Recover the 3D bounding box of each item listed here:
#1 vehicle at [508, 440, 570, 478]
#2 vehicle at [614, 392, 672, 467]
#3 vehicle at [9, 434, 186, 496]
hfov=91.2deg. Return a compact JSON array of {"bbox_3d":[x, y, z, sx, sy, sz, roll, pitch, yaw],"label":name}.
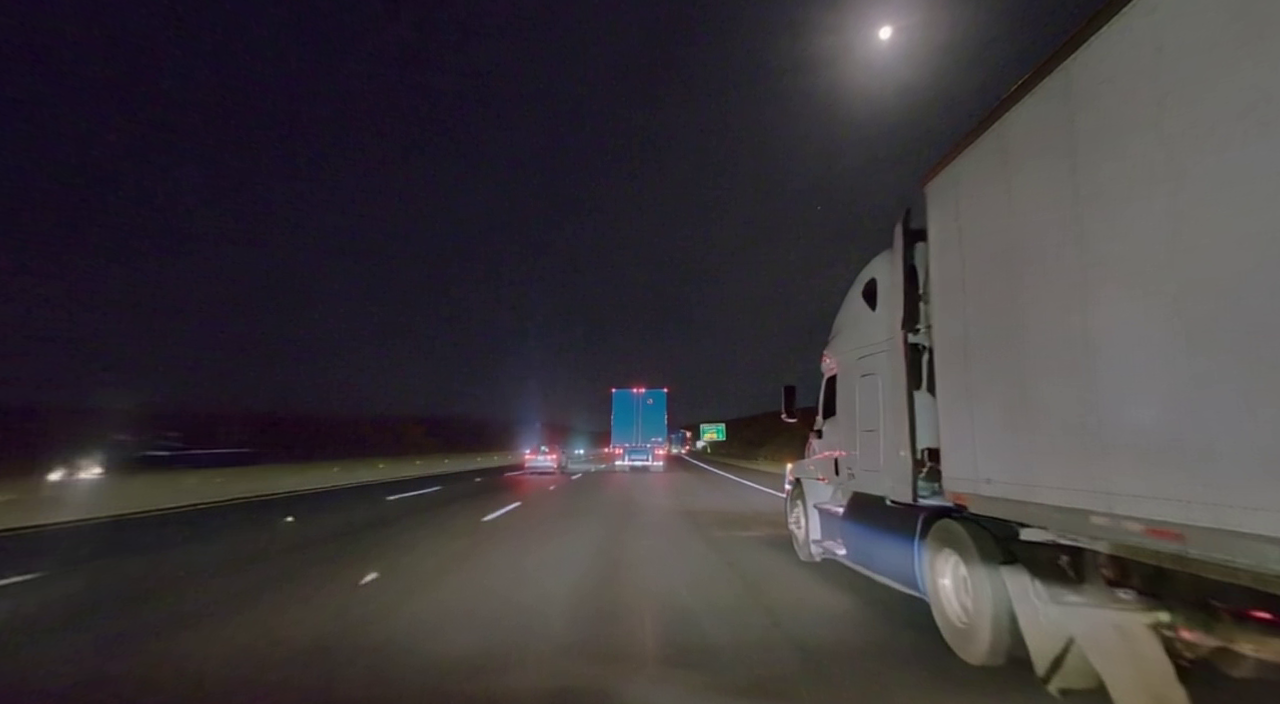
[{"bbox_3d":[-4.192,4.527,26.684,1.895,1.500,3.808,0,-9,2],"label":"vehicle"},{"bbox_3d":[0.275,5.042,39.729,3.123,4.094,10.812,0,-9,1],"label":"vehicle"},{"bbox_3d":[-24.040,5.011,28.279,2.274,2.431,6.163,-1,-9,2],"label":"vehicle"}]
